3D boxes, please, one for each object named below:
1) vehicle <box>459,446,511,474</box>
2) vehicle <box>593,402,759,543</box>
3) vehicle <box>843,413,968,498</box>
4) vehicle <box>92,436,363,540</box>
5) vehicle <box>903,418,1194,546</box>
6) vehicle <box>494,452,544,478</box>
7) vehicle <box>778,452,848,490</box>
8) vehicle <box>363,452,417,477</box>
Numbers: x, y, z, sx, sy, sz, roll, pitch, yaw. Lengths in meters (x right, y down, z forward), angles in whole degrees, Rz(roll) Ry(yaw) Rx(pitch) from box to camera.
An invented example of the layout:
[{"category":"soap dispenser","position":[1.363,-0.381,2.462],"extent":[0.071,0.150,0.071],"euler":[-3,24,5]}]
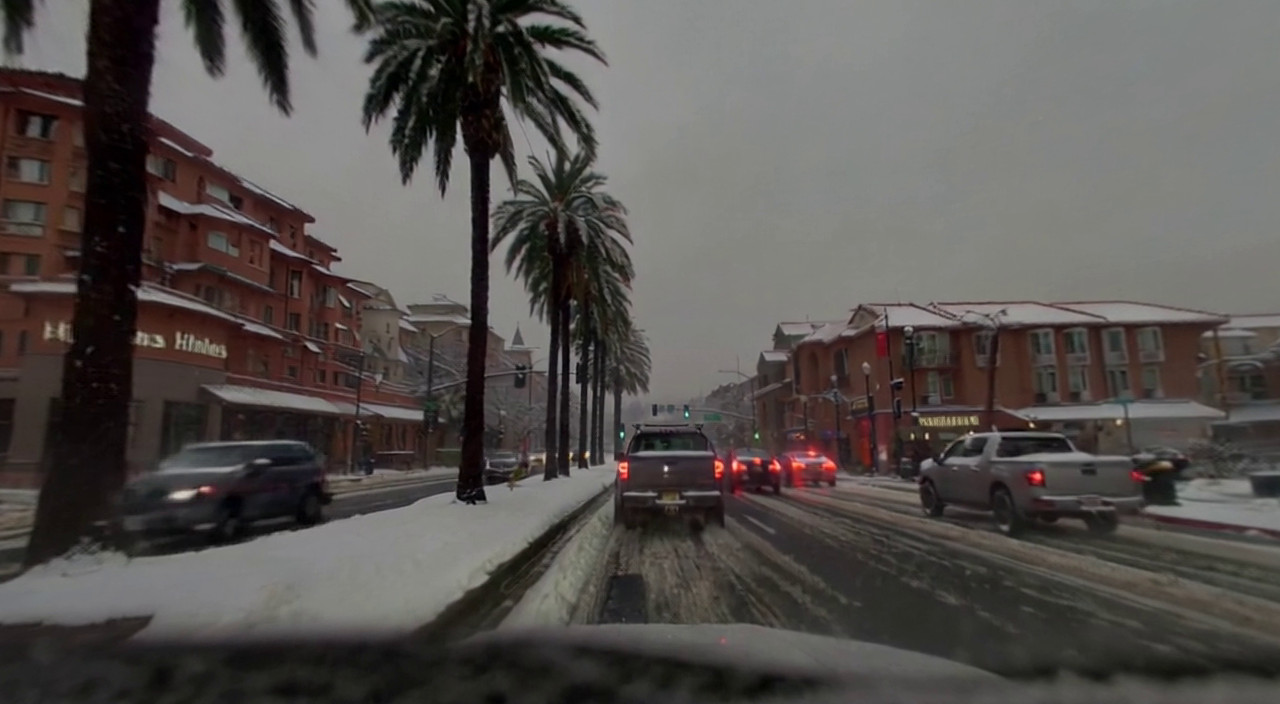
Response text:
[{"category":"vehicle","position":[-10.927,7.668,44.908],"extent":[2.272,1.837,4.892],"euler":[-1,-9,2]},{"category":"vehicle","position":[0.598,2.236,12.334],"extent":[2.487,2.115,5.444],"euler":[0,-9,1]},{"category":"vehicle","position":[10.804,4.110,26.352],"extent":[2.663,3.061,5.602],"euler":[-1,-5,0]},{"category":"vehicle","position":[-8.037,2.663,13.095],"extent":[2.268,1.733,4.821],"euler":[0,-9,1]},{"category":"vehicle","position":[7.514,2.441,12.599],"extent":[2.215,1.973,5.323],"euler":[0,-9,0]},{"category":"vehicle","position":[-7.555,7.101,39.803],"extent":[2.061,1.496,4.600],"euler":[-1,-9,3]},{"category":"vehicle","position":[7.698,5.336,28.564],"extent":[1.958,1.523,4.553],"euler":[0,-9,1]},{"category":"vehicle","position":[-18.102,8.161,45.925],"extent":[1.972,1.694,4.466],"euler":[0,-9,1]}]
